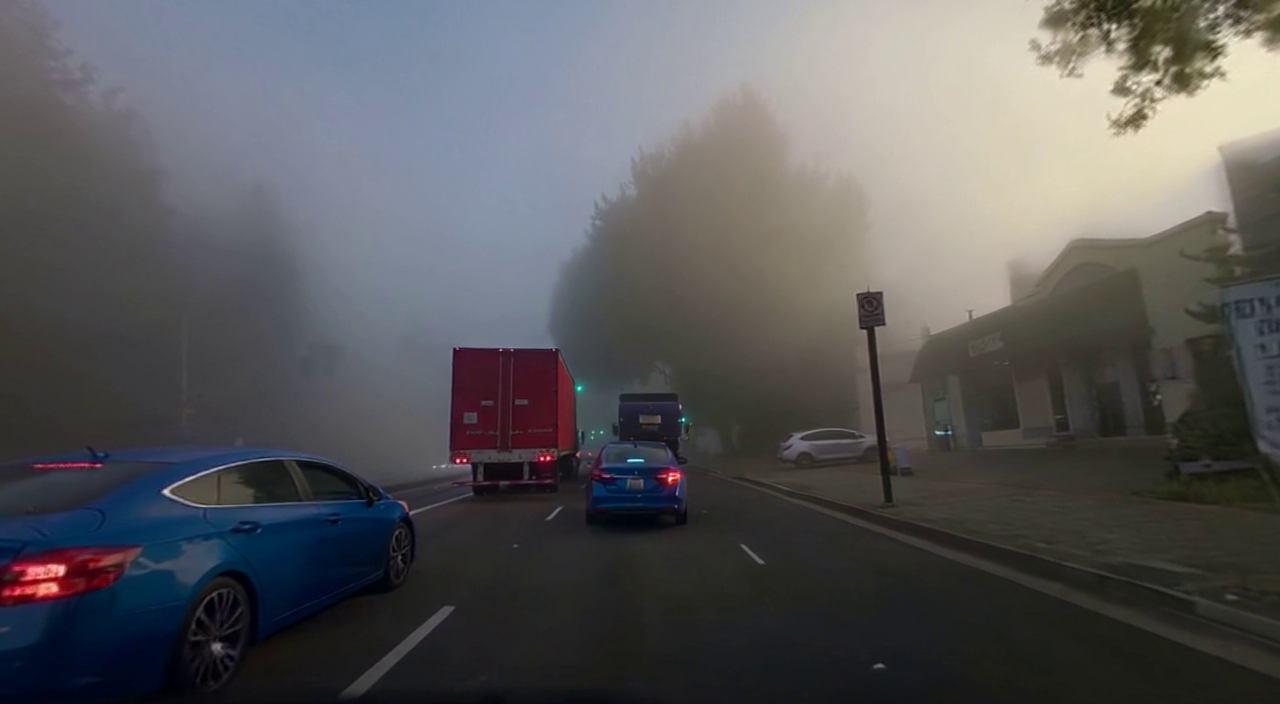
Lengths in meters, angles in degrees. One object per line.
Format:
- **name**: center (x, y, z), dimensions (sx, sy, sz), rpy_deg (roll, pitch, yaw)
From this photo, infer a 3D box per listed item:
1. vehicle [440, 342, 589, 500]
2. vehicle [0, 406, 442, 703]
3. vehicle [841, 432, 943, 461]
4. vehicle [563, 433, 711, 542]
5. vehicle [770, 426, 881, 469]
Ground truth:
- **vehicle**: center (-3.287, 2.157, 18.697), dimensions (3.020, 3.800, 7.105), rpy_deg (0, -8, -1)
- **vehicle**: center (-3.050, 1.240, 4.279), dimensions (1.969, 1.471, 4.378), rpy_deg (0, -8, 0)
- **vehicle**: center (13.214, 4.991, 33.117), dimensions (4.574, 1.478, 1.880), rpy_deg (0, -8, 3)
- **vehicle**: center (-0.074, 2.199, 10.880), dimensions (2.067, 1.506, 4.118), rpy_deg (0, -8, -1)
- **vehicle**: center (8.670, 4.513, 29.781), dimensions (2.061, 1.845, 4.829), rpy_deg (5, -10, -32)
